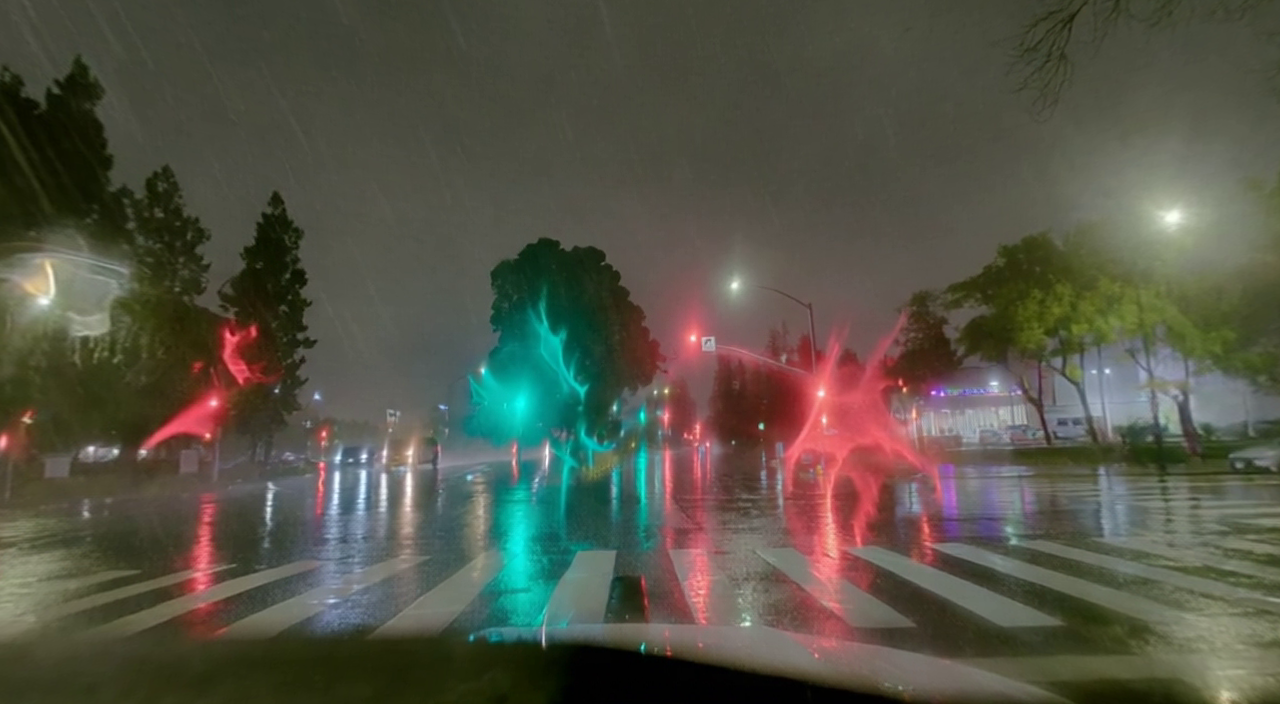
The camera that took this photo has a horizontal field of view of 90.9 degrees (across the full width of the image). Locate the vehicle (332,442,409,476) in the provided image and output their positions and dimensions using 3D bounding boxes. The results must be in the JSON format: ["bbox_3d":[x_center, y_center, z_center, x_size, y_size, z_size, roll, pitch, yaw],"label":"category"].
[{"bbox_3d":[-14.835,5.872,34.999,2.169,1.753,4.640,0,-8,1],"label":"vehicle"}]

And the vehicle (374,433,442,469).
[{"bbox_3d":[-17.614,7.560,48.215,2.557,2.580,5.856,-1,-8,5],"label":"vehicle"}]
